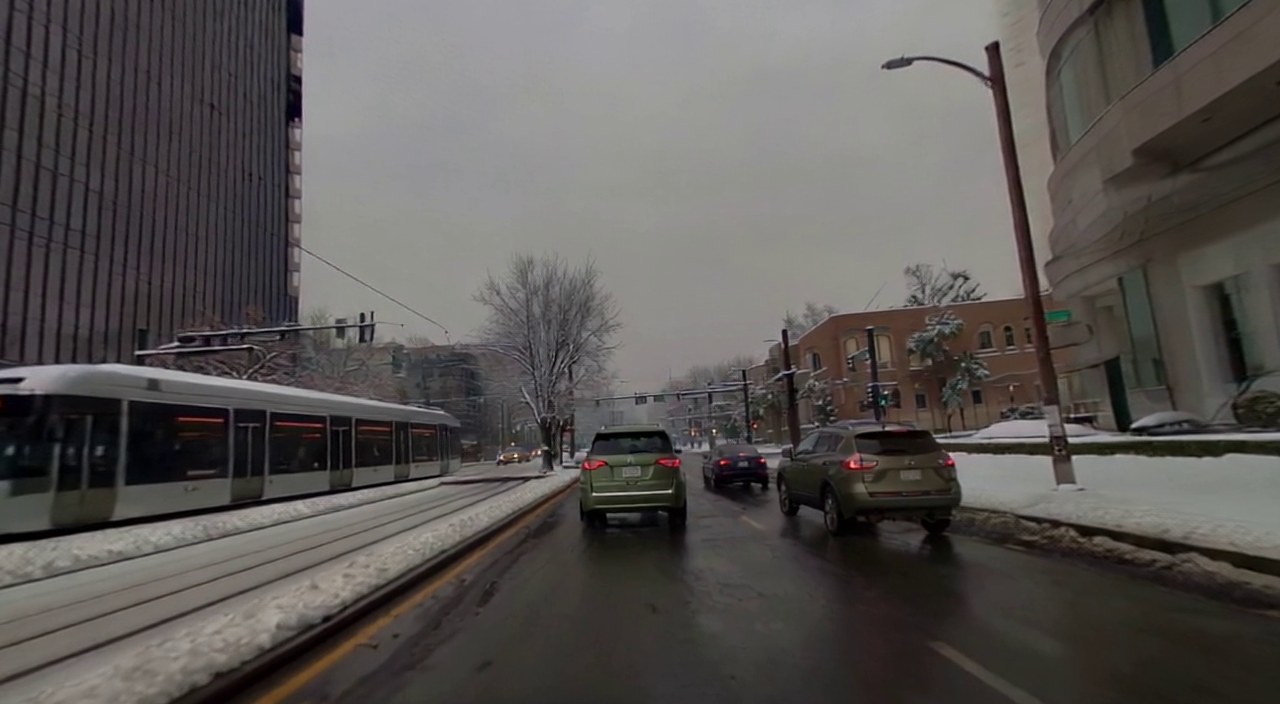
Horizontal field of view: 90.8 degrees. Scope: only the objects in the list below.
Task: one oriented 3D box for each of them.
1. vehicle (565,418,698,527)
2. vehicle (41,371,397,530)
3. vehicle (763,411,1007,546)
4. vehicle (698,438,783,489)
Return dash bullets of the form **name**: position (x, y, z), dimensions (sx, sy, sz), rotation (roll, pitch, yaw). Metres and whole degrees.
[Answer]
- **vehicle**: position (-0.192, 2.301, 12.587), dimensions (2.178, 1.779, 4.255), rotation (0, -8, -1)
- **vehicle**: position (-10.971, 2.852, 18.730), dimensions (3.053, 3.359, 10.539), rotation (0, -8, 2)
- **vehicle**: position (3.597, 1.960, 10.454), dimensions (2.029, 1.717, 4.624), rotation (0, -8, -2)
- **vehicle**: position (3.181, 3.625, 20.926), dimensions (1.993, 1.480, 4.324), rotation (0, -8, -2)
